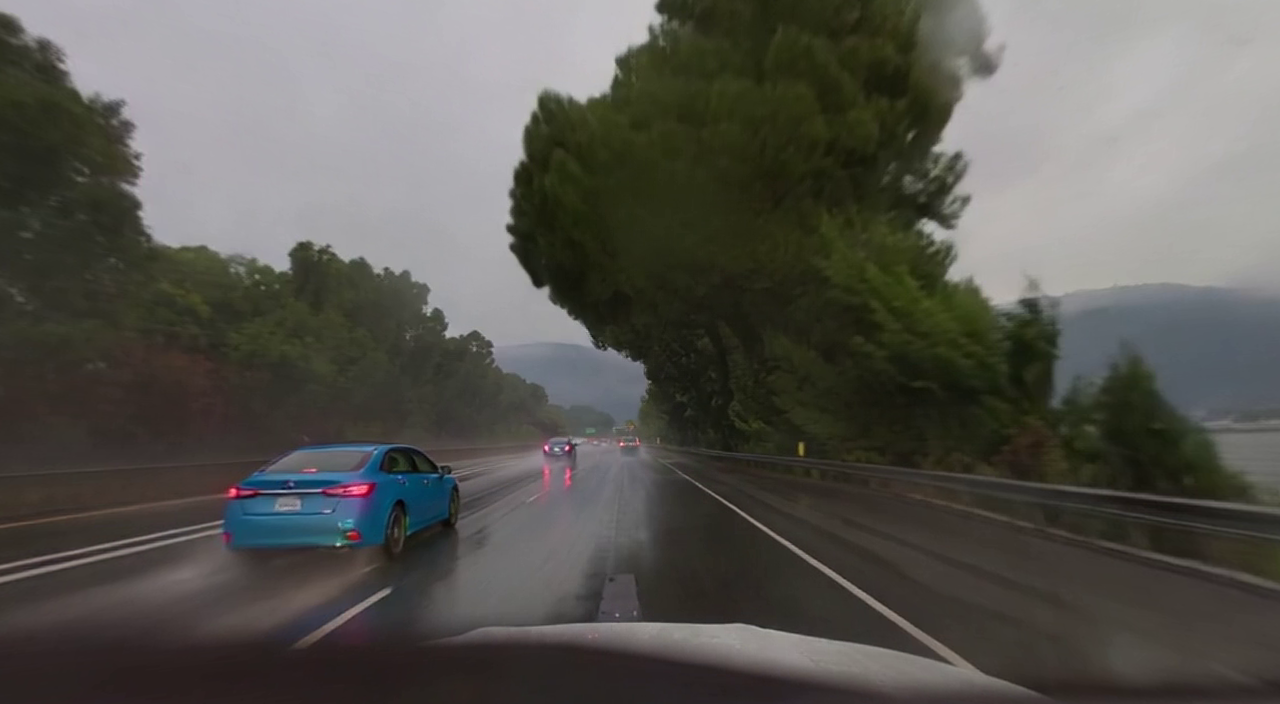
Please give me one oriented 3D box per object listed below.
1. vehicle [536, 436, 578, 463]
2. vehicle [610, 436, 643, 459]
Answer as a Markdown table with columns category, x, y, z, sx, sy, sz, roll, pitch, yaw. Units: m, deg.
| category | x | y | z | sx | sy | sz | roll | pitch | yaw |
| --- | --- | --- | --- | --- | --- | --- | --- | --- | --- |
| vehicle | -4.598 | 5.478 | 35.568 | 1.907 | 1.445 | 4.049 | 0 | -8 | -1 |
| vehicle | -0.889 | 6.479 | 43.057 | 2.162 | 1.460 | 4.242 | 0 | -8 | -1 |
